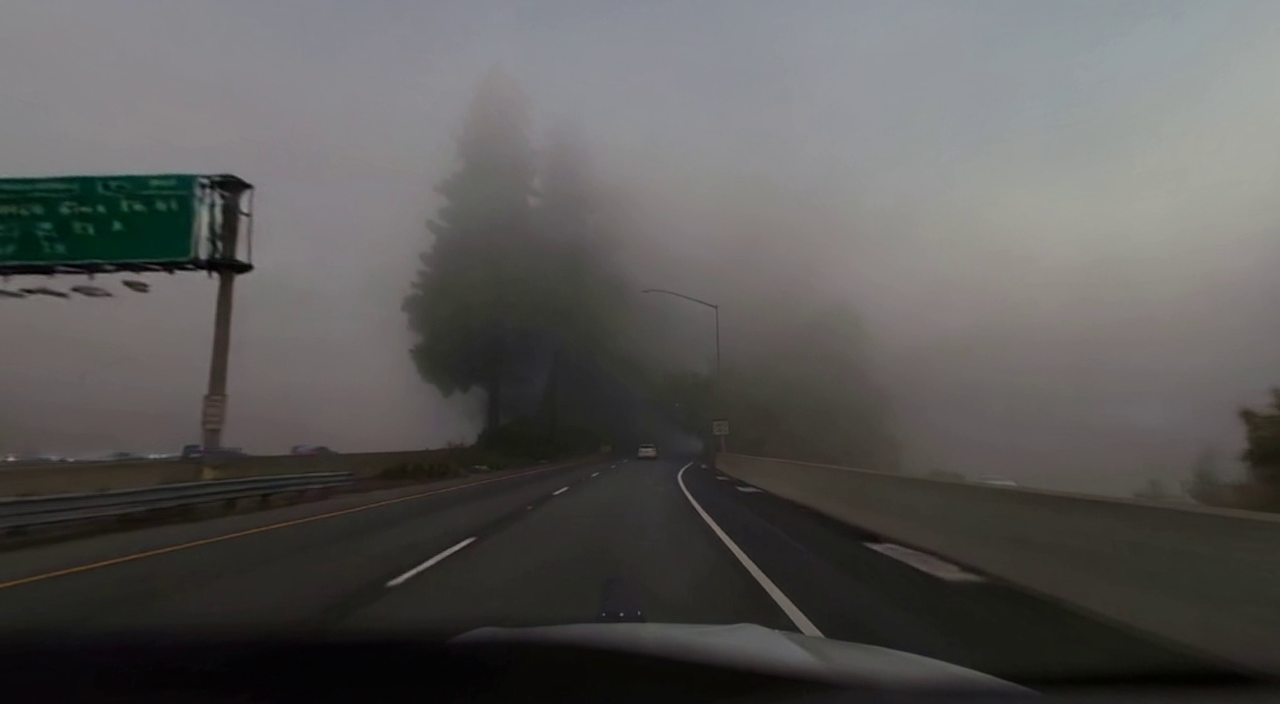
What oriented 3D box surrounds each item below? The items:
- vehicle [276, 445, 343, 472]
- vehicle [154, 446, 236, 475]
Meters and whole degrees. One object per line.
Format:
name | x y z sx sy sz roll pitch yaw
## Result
vehicle | -20.428 6.570 39.241 2.271 1.537 4.029 1 -9 -6
vehicle | -25.156 6.132 35.939 1.829 1.520 4.505 1 -9 -7
